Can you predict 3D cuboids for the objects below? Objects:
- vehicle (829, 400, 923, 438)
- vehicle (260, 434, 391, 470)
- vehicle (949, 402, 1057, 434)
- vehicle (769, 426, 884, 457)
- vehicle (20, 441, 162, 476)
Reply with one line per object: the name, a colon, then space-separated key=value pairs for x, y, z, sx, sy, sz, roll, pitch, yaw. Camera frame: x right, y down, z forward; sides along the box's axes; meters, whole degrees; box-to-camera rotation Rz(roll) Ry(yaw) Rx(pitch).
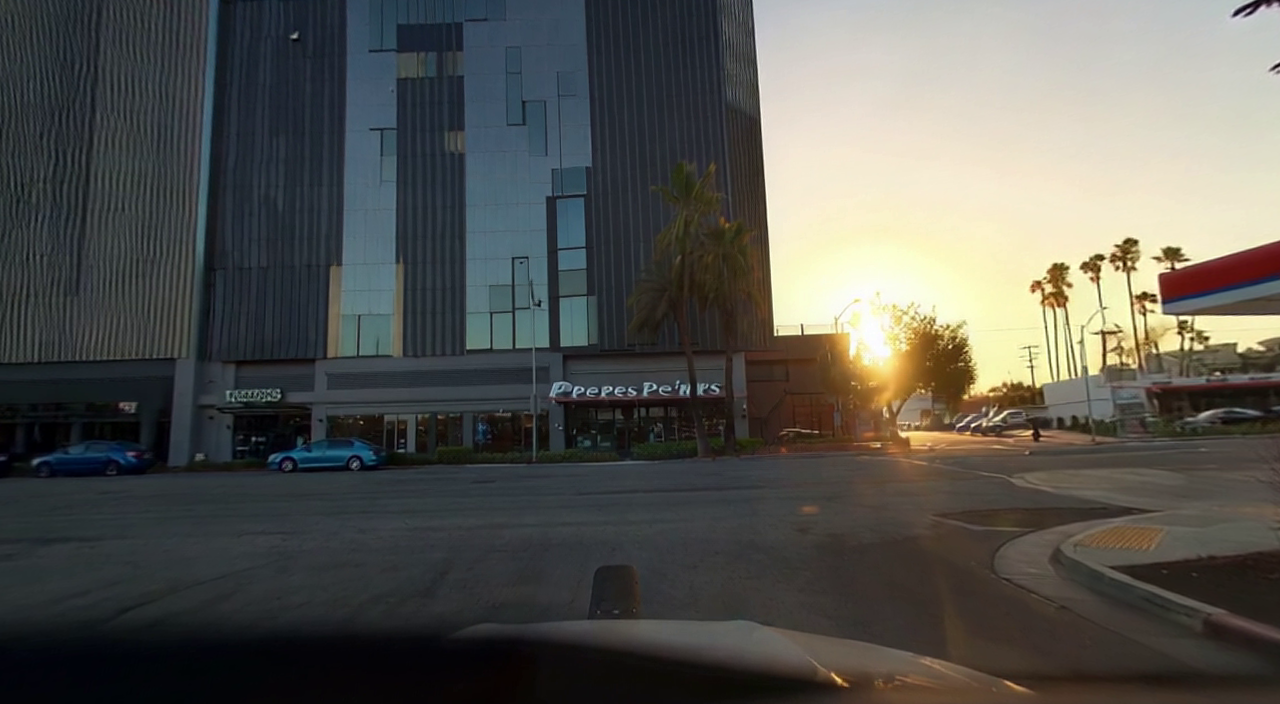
vehicle: x=16.085 y=4.602 z=43.292 sx=5.524 sy=2.504 sz=2.196 roll=0 pitch=-9 yaw=-3
vehicle: x=-13.933 y=4.447 z=28.148 sx=4.857 sy=1.497 sz=1.811 roll=0 pitch=-9 yaw=2
vehicle: x=28.555 y=5.213 z=49.859 sx=7.026 sy=2.329 sz=2.545 roll=1 pitch=-6 yaw=-4
vehicle: x=8.623 y=4.180 z=29.460 sx=4.782 sy=1.371 sz=1.763 roll=1 pitch=-9 yaw=-5
vehicle: x=-23.614 y=4.587 z=27.293 sx=4.321 sy=1.430 sz=1.775 roll=0 pitch=-9 yaw=-2
